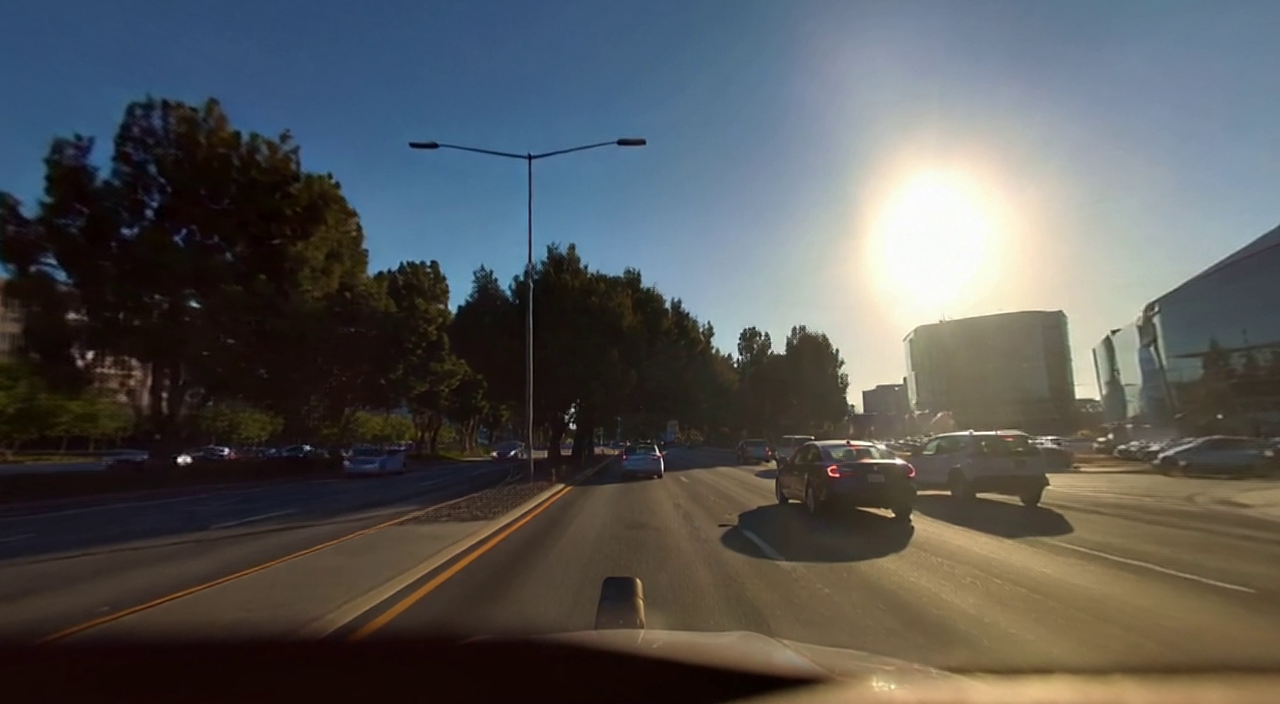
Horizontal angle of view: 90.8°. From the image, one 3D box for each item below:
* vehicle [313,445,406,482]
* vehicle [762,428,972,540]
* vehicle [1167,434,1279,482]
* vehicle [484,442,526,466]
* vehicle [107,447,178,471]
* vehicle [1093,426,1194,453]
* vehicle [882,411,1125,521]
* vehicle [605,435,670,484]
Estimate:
[{"bbox_3d":[-12.029,4.785,27.476,1.931,1.477,4.630,0,-8,0],"label":"vehicle"},{"bbox_3d":[3.411,2.060,10.505,1.858,1.466,4.230,0,-8,-1],"label":"vehicle"},{"bbox_3d":[20.795,3.700,21.854,4.354,1.486,1.970,5,-10,-21],"label":"vehicle"},{"bbox_3d":[-9.034,6.866,42.539,1.895,1.503,4.237,0,-8,0],"label":"vehicle"},{"bbox_3d":[-36.898,7.928,46.999,1.944,1.576,4.005,-3,-8,1],"label":"vehicle"},{"bbox_3d":[37.501,6.523,47.128,5.573,1.973,2.229,0,-8,0],"label":"vehicle"},{"bbox_3d":[6.957,2.243,12.879,2.134,1.810,4.590,0,-8,-1],"label":"vehicle"},{"bbox_3d":[-0.093,3.595,21.334,1.994,1.479,3.647,0,-8,0],"label":"vehicle"}]
